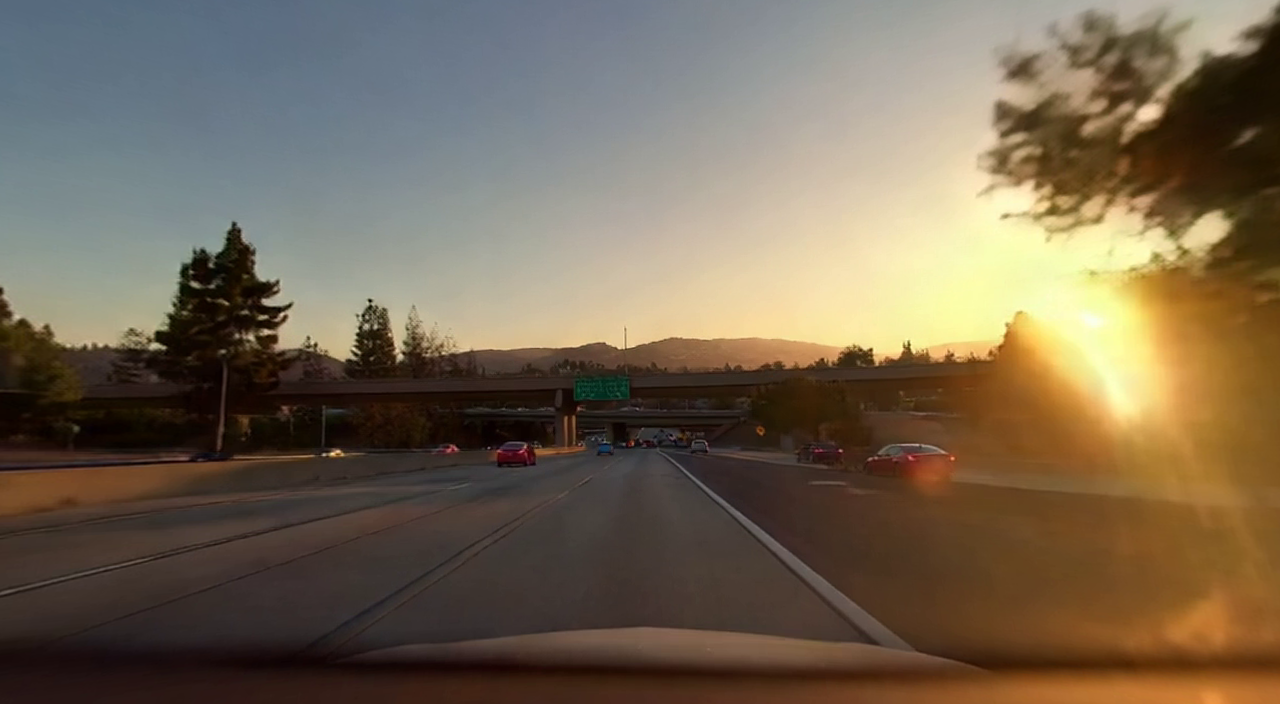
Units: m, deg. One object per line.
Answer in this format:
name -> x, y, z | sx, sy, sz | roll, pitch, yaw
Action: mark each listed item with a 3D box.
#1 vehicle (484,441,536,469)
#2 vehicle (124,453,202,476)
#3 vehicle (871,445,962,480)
vehicle -> -7.290, 5.805, 35.795 | 1.987, 1.486, 4.174 | -1, -8, 2
vehicle -> -35.262, 8.308, 46.787 | 1.875, 1.460, 4.702 | -1, -8, 5
vehicle -> 12.767, 5.098, 29.436 | 2.000, 1.515, 4.188 | 1, -8, -6
